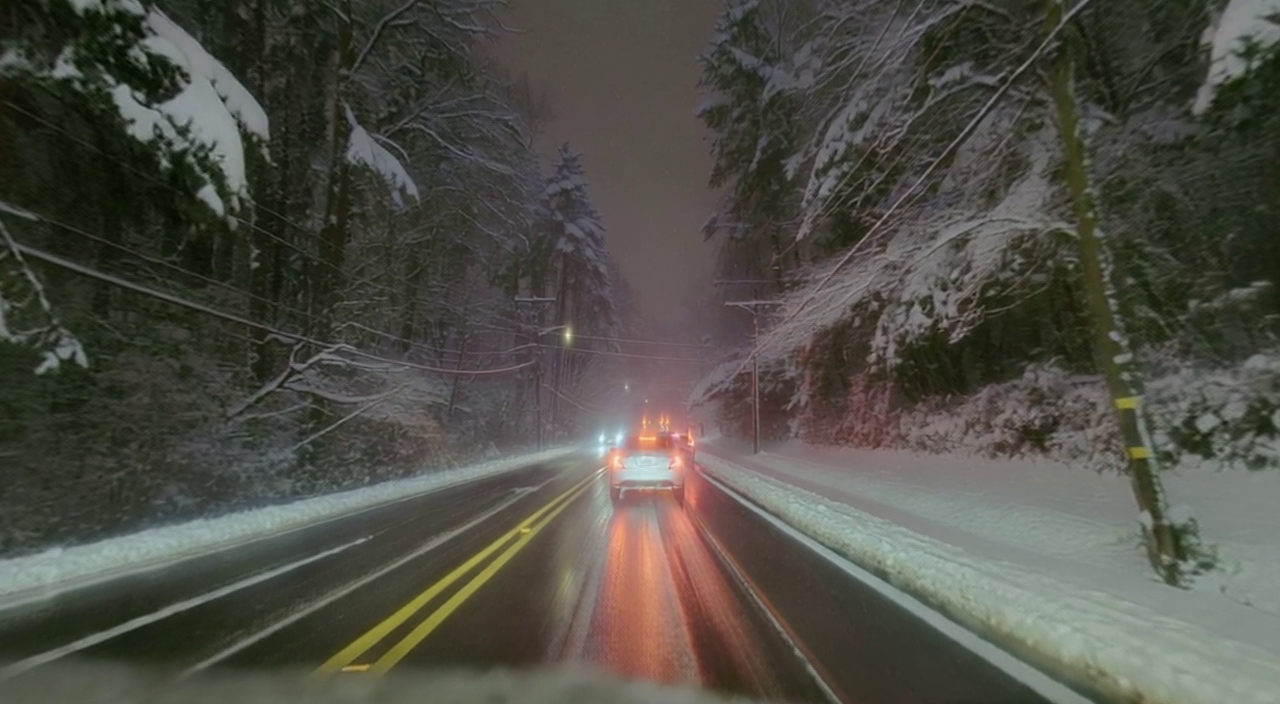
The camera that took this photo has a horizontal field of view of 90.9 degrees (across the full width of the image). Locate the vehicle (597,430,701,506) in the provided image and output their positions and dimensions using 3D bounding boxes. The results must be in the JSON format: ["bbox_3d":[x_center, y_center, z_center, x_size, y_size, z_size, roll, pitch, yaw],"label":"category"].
[{"bbox_3d":[0.166,2.607,14.576,2.081,1.503,3.726,0,-8,-1],"label":"vehicle"}]
